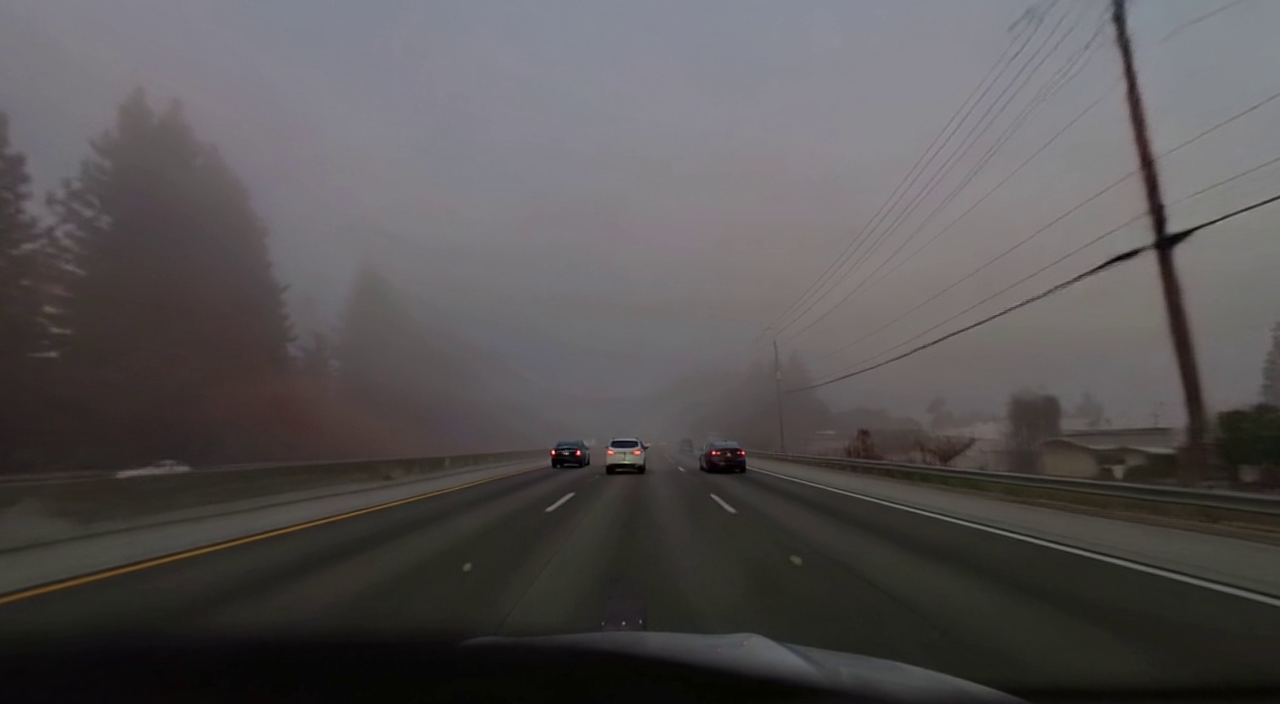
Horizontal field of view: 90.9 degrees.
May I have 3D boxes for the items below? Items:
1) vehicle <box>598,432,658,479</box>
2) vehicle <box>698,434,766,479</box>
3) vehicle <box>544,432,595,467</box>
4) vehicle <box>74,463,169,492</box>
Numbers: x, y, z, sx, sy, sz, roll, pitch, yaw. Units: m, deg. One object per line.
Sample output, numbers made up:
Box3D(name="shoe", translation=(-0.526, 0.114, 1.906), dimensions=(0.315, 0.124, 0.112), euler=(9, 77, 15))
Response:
Box3D(name="vehicle", translation=(-0.386, 3.913, 24.037), dimensions=(2.049, 1.620, 4.153), euler=(0, -8, 1))
Box3D(name="vehicle", translation=(3.439, 3.983, 24.300), dimensions=(1.996, 1.579, 3.841), euler=(0, -8, -1))
Box3D(name="vehicle", translation=(-3.779, 5.376, 34.839), dimensions=(2.217, 1.773, 4.553), euler=(0, -8, 1))
Box3D(name="vehicle", translation=(-31.599, 7.622, 38.604), dimensions=(1.941, 1.497, 4.519), euler=(0, -8, 1))
